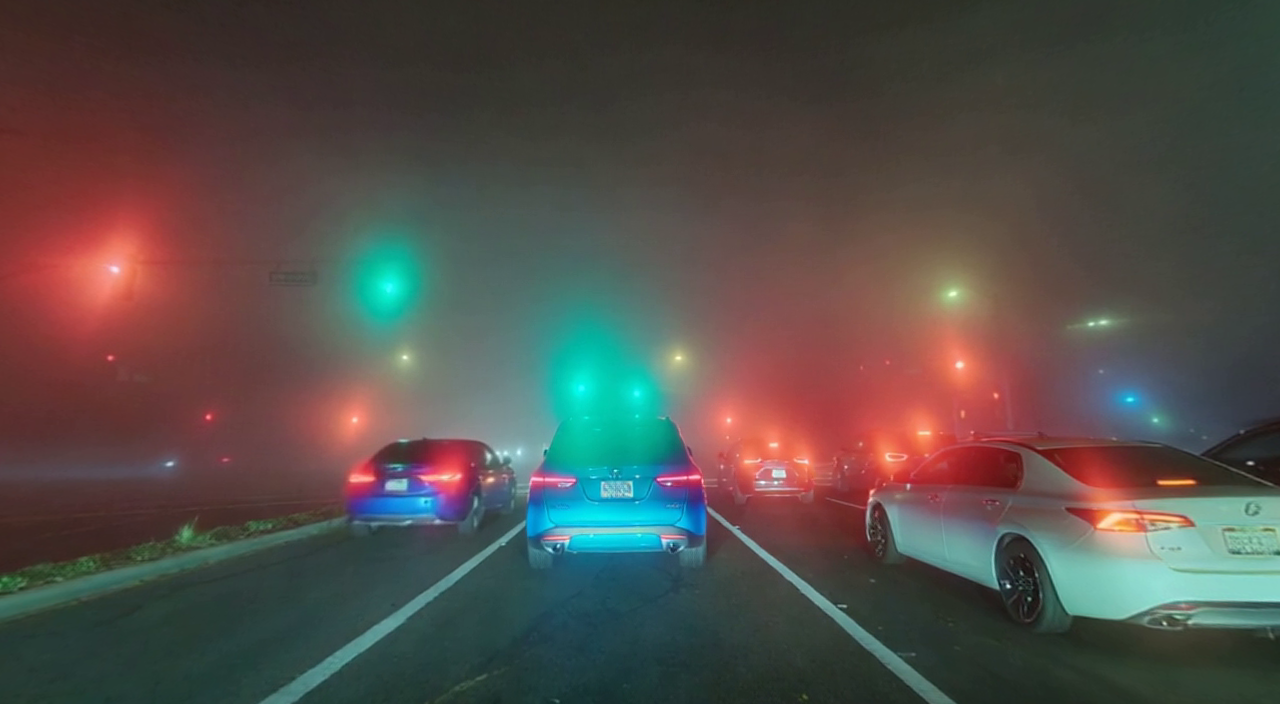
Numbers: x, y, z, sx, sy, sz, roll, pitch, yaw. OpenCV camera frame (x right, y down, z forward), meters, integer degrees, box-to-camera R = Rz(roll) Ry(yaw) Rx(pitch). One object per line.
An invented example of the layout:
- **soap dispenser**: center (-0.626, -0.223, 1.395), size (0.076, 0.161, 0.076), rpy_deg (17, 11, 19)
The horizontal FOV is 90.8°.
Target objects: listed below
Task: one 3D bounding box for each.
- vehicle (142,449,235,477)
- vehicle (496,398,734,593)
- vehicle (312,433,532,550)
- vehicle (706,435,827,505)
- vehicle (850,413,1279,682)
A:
- **vehicle**: center (-30.128, 7.404, 42.270), size (4.446, 1.821, 2.276), rpy_deg (0, -8, 1)
- **vehicle**: center (-0.277, 1.559, 7.627), size (2.101, 1.707, 3.904), rpy_deg (0, -8, -2)
- **vehicle**: center (-3.186, 2.127, 10.368), size (2.077, 1.493, 4.281), rpy_deg (0, -9, 0)
- **vehicle**: center (2.972, 2.857, 15.774), size (1.950, 1.506, 4.086), rpy_deg (0, -8, -3)
- **vehicle**: center (3.607, 1.394, 5.688), size (1.861, 1.478, 4.185), rpy_deg (0, -8, -2)
